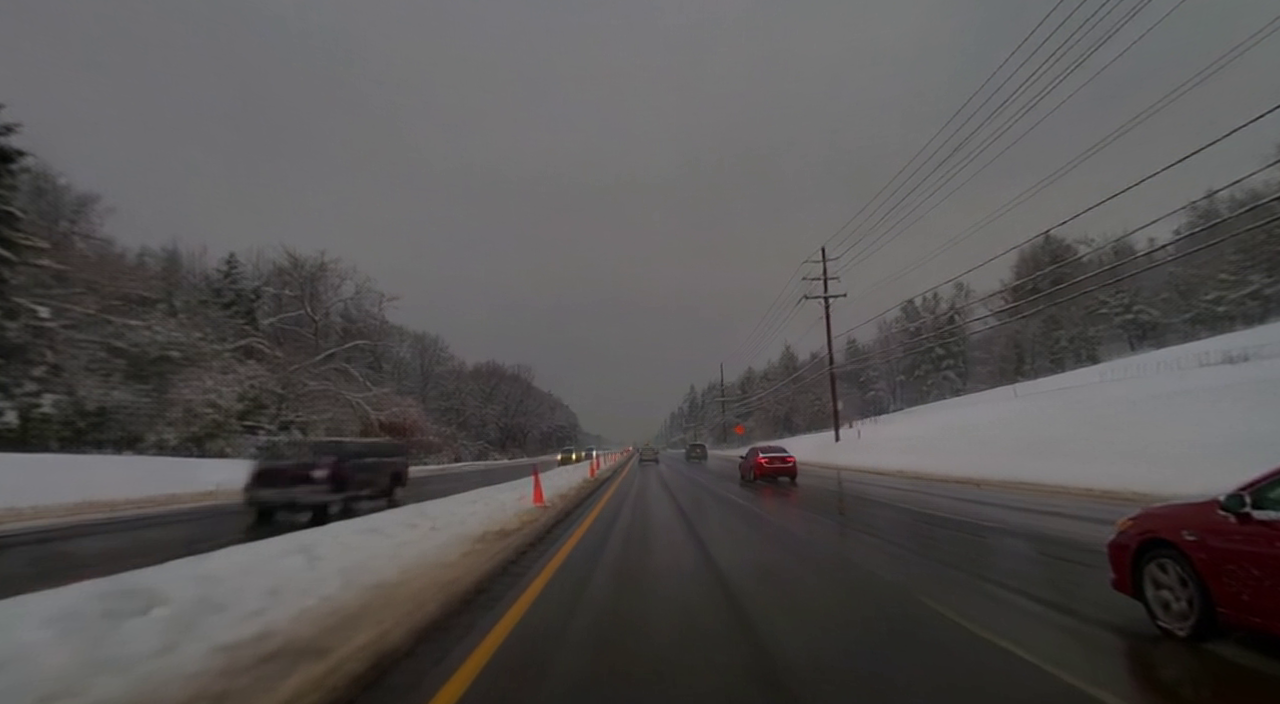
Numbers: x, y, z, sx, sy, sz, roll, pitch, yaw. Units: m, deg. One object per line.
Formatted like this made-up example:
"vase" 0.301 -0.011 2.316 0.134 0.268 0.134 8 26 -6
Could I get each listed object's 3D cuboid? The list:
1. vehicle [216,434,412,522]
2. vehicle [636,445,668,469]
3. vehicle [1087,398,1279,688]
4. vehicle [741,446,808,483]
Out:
"vehicle" -7.597 2.917 15.412 2.176 1.763 4.720 0 -7 2
"vehicle" 0.806 7.386 44.561 2.096 1.583 4.150 0 -8 0
"vehicle" 4.481 0.912 2.574 1.997 1.568 4.529 0 -8 1
"vehicle" 5.592 4.686 26.681 1.881 1.409 4.016 0 -8 -1
